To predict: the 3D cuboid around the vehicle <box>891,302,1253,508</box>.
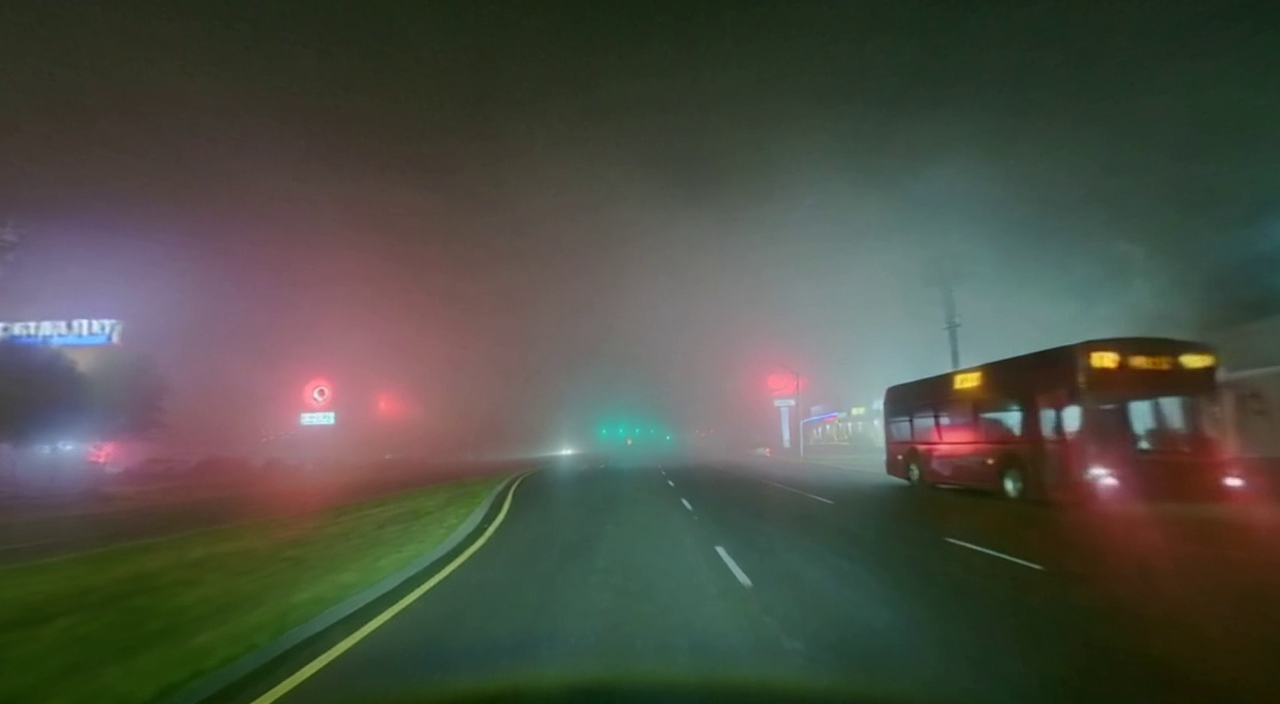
[{"bbox_3d":[9.784,1.580,16.168,3.017,3.888,8.508,0,-8,-1],"label":"vehicle"}]
